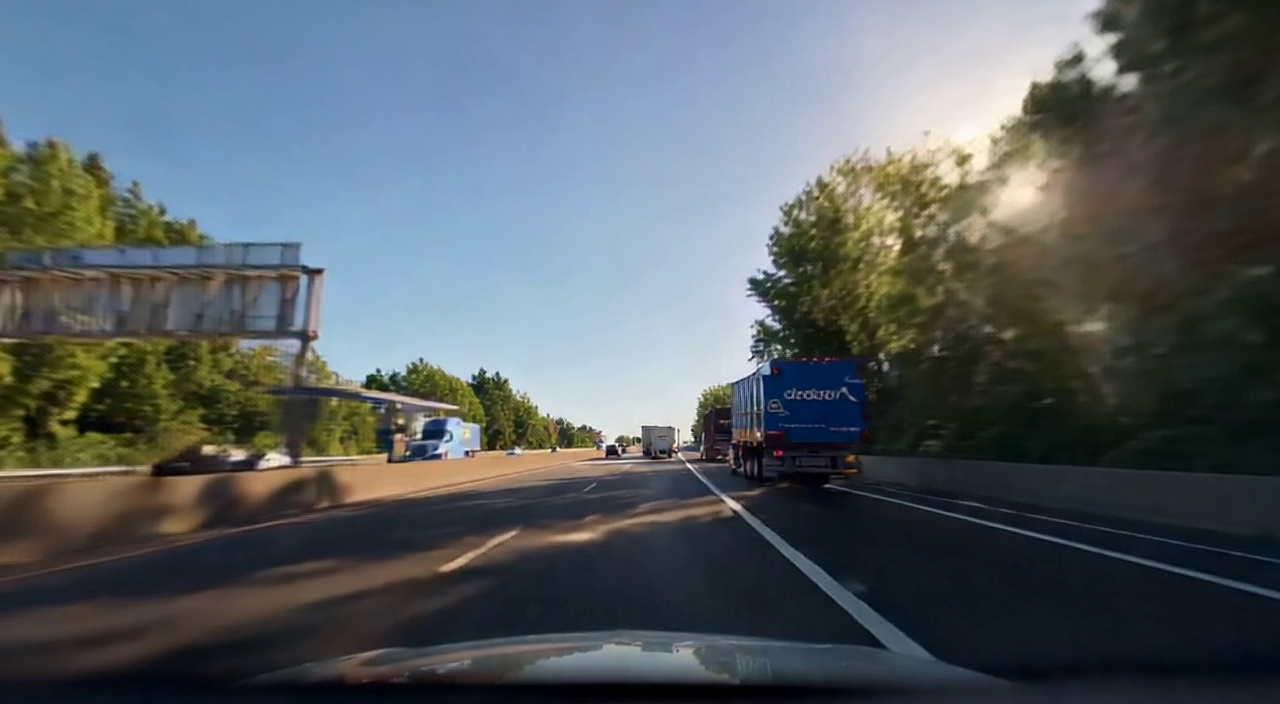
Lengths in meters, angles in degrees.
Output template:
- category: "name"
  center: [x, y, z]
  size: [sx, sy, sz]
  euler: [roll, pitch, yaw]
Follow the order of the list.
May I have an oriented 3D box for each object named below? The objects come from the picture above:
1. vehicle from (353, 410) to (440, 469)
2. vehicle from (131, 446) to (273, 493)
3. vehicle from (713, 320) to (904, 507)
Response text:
- category: "vehicle"
  center: [-15.816, 5.754, 41.432]
  size: [3.037, 3.540, 6.335]
  euler: [0, -7, 1]
- category: "vehicle"
  center: [-16.575, 4.418, 24.169]
  size: [1.980, 1.538, 4.622]
  euler: [-1, -8, 3]
- category: "vehicle"
  center: [4.027, 1.907, 18.005]
  size: [2.920, 3.860, 10.035]
  euler: [0, -8, 2]
